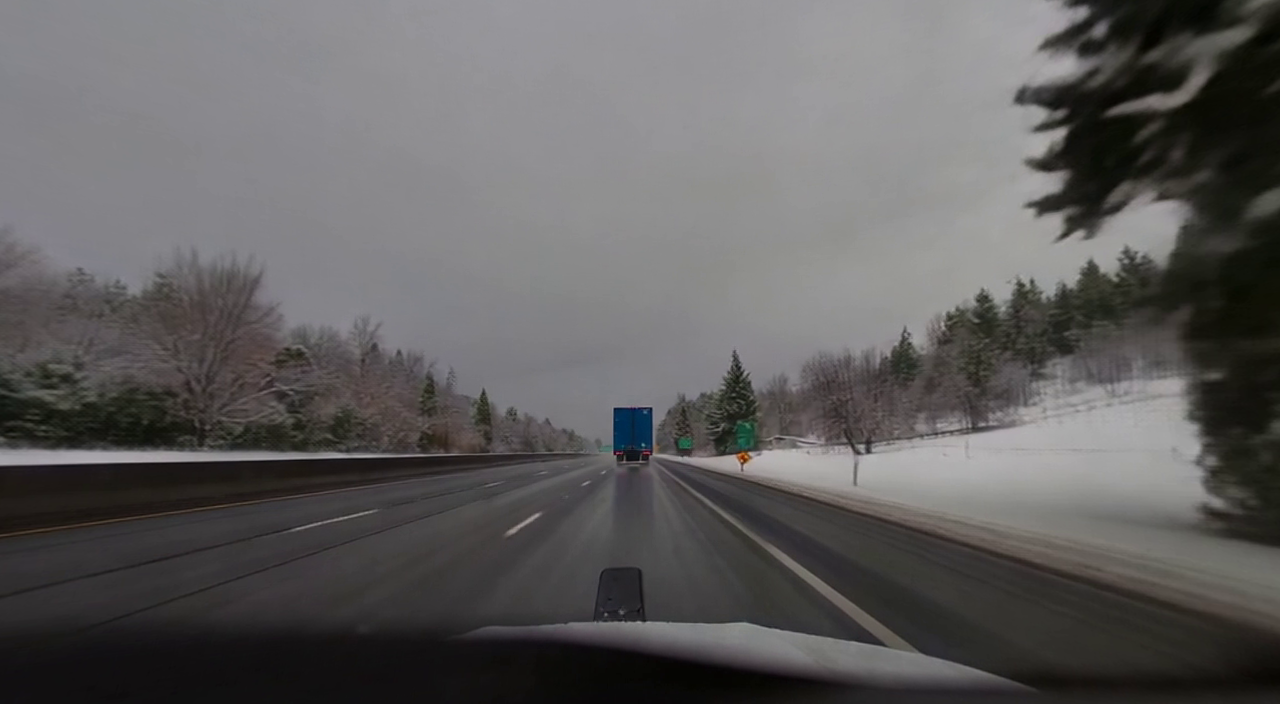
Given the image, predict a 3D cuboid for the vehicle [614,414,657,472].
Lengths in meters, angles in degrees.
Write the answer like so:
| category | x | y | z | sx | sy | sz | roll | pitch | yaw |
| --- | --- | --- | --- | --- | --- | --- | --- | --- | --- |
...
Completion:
| category | x | y | z | sx | sy | sz | roll | pitch | yaw |
| --- | --- | --- | --- | --- | --- | --- | --- | --- | --- |
| vehicle | -0.411 | 7.099 | 48.951 | 2.982 | 3.947 | 11.075 | 0 | -9 | -1 |
